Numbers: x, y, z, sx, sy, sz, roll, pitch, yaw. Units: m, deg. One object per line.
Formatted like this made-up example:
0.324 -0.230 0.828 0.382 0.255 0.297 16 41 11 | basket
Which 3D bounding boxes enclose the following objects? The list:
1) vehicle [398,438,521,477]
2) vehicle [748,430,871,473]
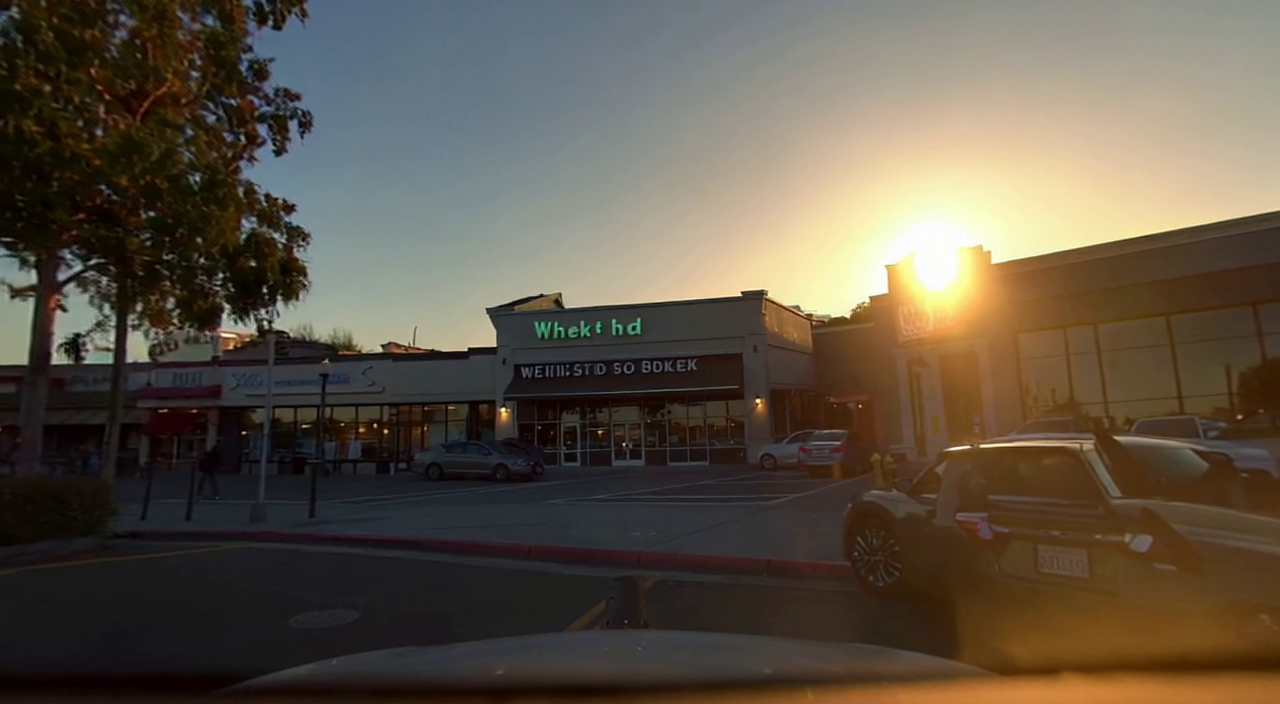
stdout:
-7.866 4.615 27.656 4.814 1.618 1.869 -2 -9 11 | vehicle
7.174 4.206 26.781 4.706 1.663 1.993 -4 -9 25 | vehicle
